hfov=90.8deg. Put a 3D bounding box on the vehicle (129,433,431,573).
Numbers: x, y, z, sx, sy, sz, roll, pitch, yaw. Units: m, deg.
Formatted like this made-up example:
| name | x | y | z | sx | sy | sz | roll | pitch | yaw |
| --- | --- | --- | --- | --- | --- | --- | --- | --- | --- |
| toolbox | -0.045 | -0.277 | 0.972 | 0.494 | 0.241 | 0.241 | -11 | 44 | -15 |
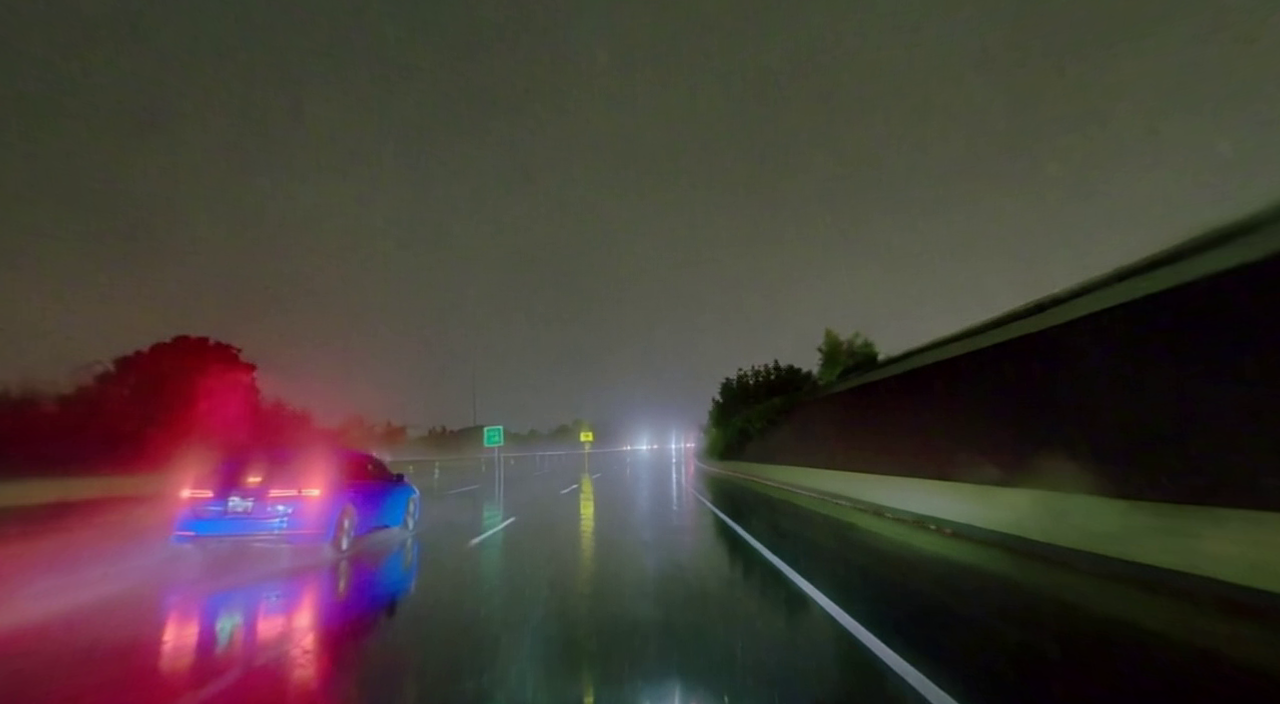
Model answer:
| name | x | y | z | sx | sy | sz | roll | pitch | yaw |
| --- | --- | --- | --- | --- | --- | --- | --- | --- | --- |
| vehicle | -4.548 | 1.932 | 8.784 | 1.928 | 1.504 | 3.745 | 0 | -9 | 1 |
